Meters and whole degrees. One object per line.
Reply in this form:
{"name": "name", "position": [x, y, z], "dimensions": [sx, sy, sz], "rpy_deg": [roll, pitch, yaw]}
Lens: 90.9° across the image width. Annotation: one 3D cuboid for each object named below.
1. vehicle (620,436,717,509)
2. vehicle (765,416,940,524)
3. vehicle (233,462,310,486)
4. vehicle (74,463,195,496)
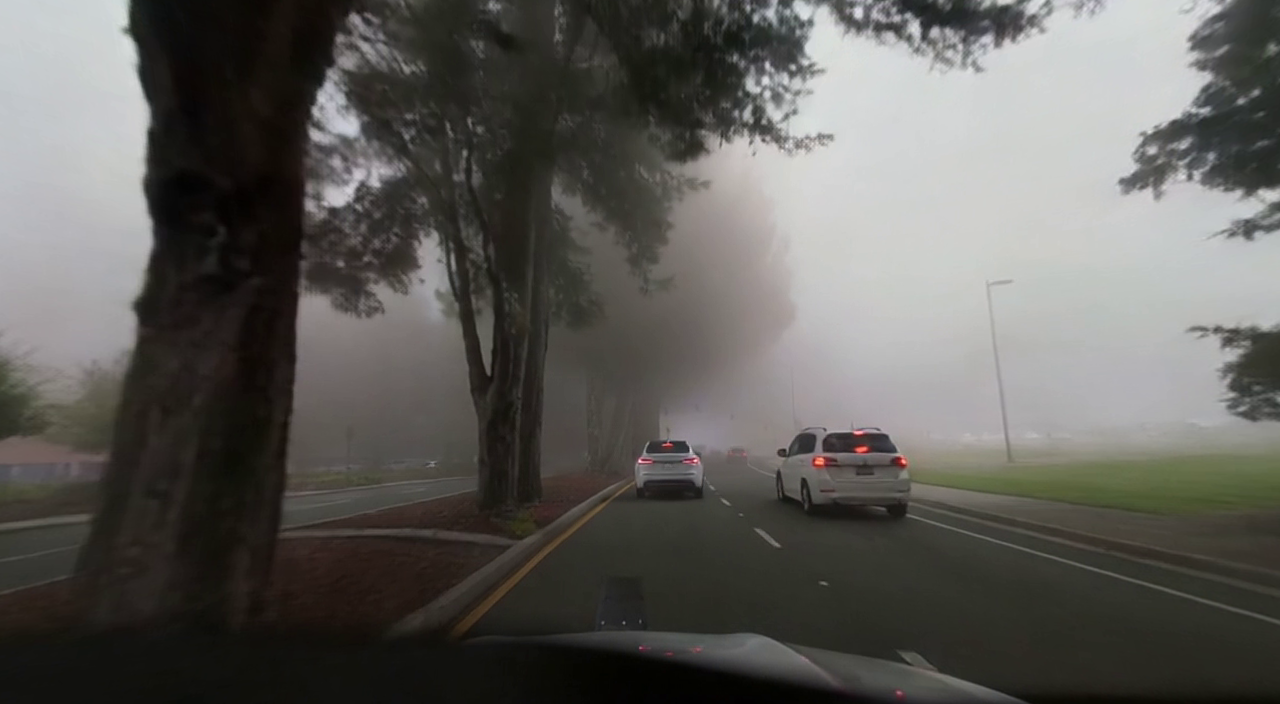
{"name": "vehicle", "position": [0.722, 2.976, 16.088], "dimensions": [2.154, 1.585, 3.997], "rpy_deg": [-1, -8, 3]}
{"name": "vehicle", "position": [4.187, 2.412, 13.547], "dimensions": [1.953, 1.818, 5.299], "rpy_deg": [0, -8, 1]}
{"name": "vehicle", "position": [-26.125, 8.609, 44.728], "dimensions": [4.434, 1.582, 1.946], "rpy_deg": [-2, -8, 10]}
{"name": "vehicle", "position": [-27.215, 6.891, 34.062], "dimensions": [4.951, 1.618, 1.952], "rpy_deg": [-1, -8, 3]}
